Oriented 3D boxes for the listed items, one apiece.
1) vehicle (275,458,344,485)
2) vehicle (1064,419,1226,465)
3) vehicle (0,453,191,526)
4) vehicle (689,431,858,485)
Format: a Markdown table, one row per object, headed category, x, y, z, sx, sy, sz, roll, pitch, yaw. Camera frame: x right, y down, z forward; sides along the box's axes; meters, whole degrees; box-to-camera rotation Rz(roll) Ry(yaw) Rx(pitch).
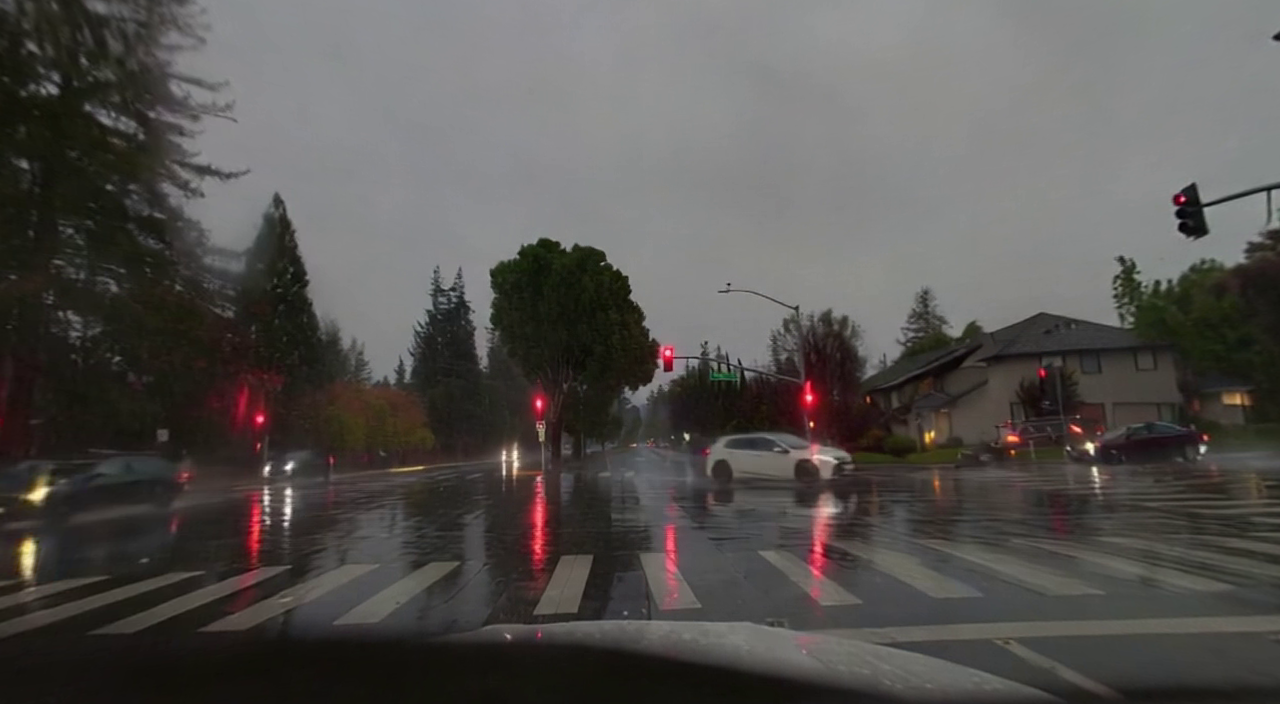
| category | x | y | z | sx | sy | sz | roll | pitch | yaw |
| --- | --- | --- | --- | --- | --- | --- | --- | --- | --- |
| vehicle | -19.595 | 7.078 | 37.631 | 1.810 | 1.393 | 4.423 | 0 | -9 | -2 |
| vehicle | 17.320 | 3.104 | 21.771 | 3.969 | 1.493 | 1.823 | 0 | -9 | 1 |
| vehicle | -13.729 | 3.282 | 15.626 | 1.973 | 1.511 | 4.299 | 0 | -9 | 1 |
| vehicle | 4.127 | 3.281 | 19.621 | 4.749 | 1.496 | 2.017 | -4 | -10 | 25 |
